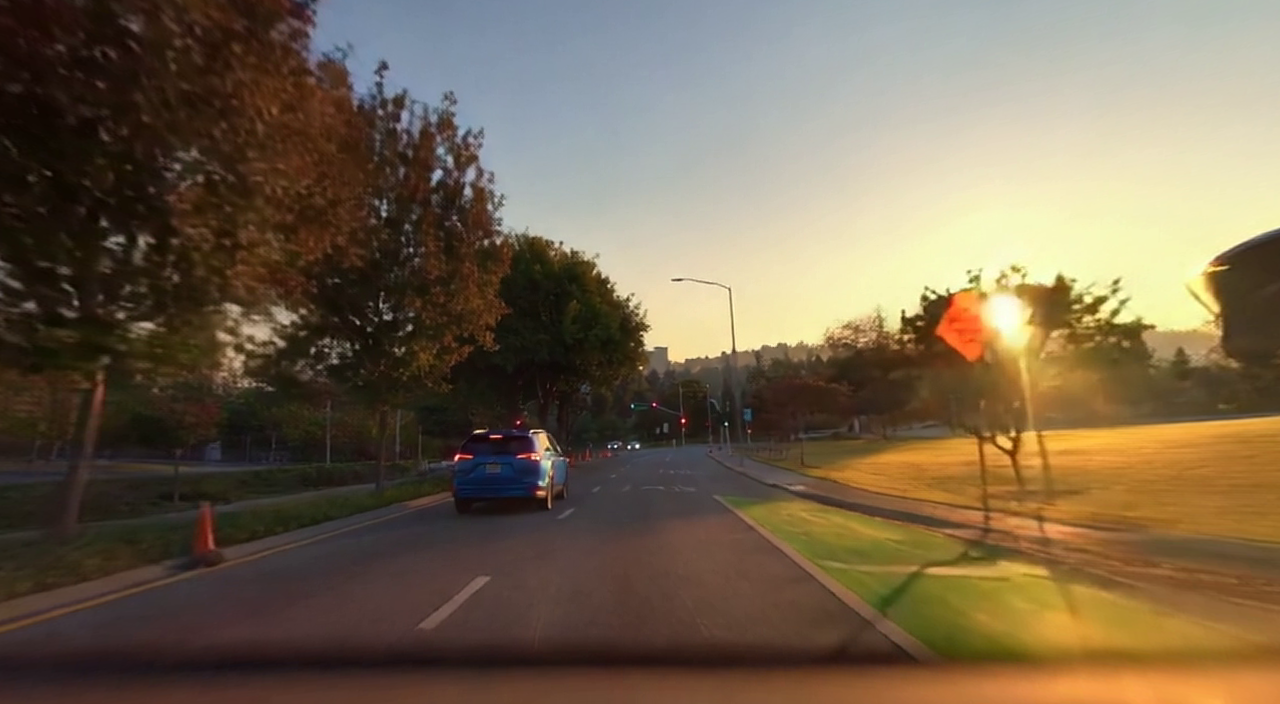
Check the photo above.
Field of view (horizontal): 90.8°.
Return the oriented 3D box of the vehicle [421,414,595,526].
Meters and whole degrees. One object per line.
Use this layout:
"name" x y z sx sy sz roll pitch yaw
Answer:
"vehicle" -2.347 2.293 12.780 2.339 1.790 4.629 -2 -9 2
